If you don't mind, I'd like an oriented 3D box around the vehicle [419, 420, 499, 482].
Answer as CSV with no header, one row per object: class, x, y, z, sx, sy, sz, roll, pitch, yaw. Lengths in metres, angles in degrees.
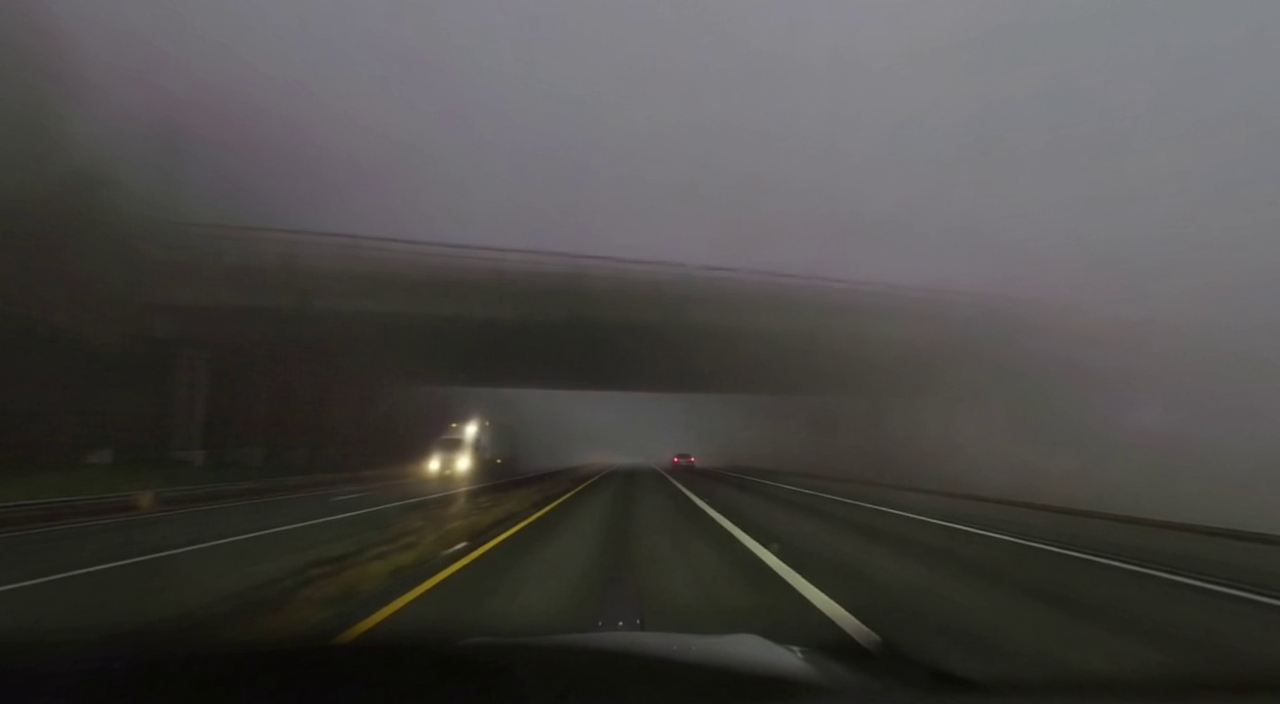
vehicle,-13.107,7.323,46.797,3.038,4.027,9.826,0,-9,0
